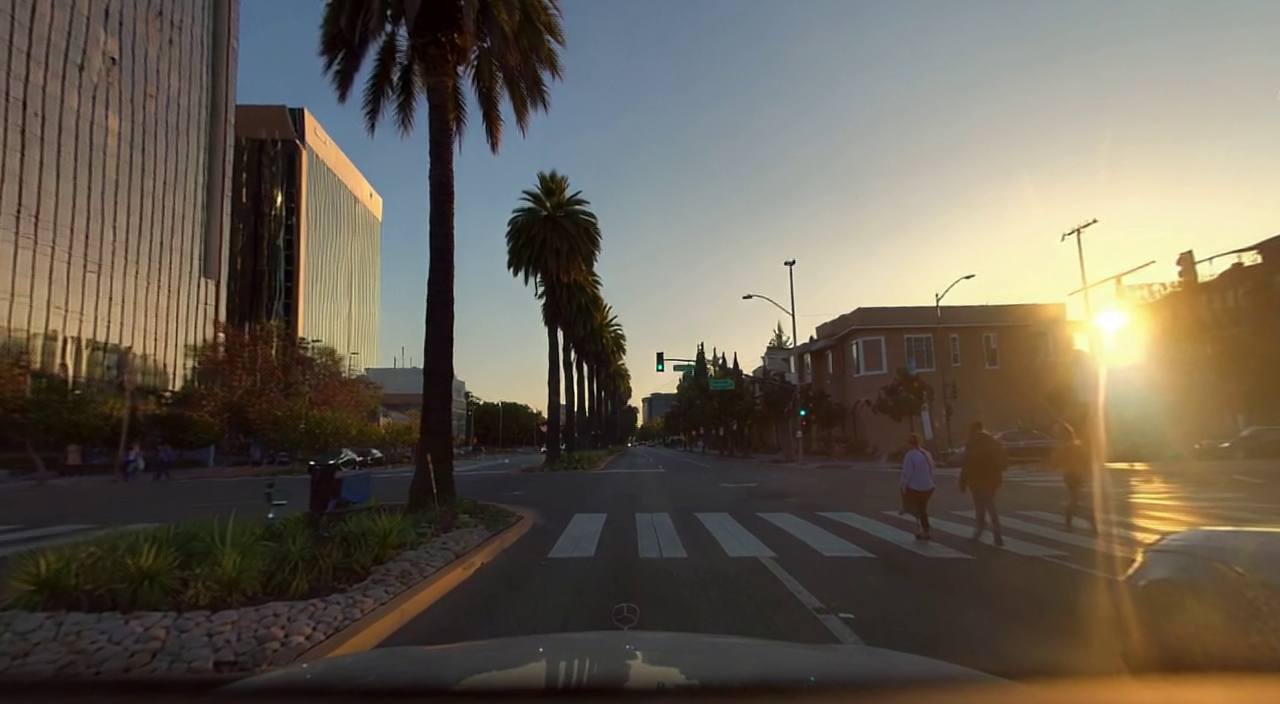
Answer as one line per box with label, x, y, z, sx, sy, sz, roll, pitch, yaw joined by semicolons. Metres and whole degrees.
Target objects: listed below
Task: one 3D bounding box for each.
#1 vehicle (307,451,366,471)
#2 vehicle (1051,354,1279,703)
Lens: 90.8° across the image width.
vehicle;-23.645;8.474;49.415;1.955;1.480;5.163;0;-9;1
vehicle;3.325;0.691;1.331;2.060;1.631;4.169;0;-9;0
